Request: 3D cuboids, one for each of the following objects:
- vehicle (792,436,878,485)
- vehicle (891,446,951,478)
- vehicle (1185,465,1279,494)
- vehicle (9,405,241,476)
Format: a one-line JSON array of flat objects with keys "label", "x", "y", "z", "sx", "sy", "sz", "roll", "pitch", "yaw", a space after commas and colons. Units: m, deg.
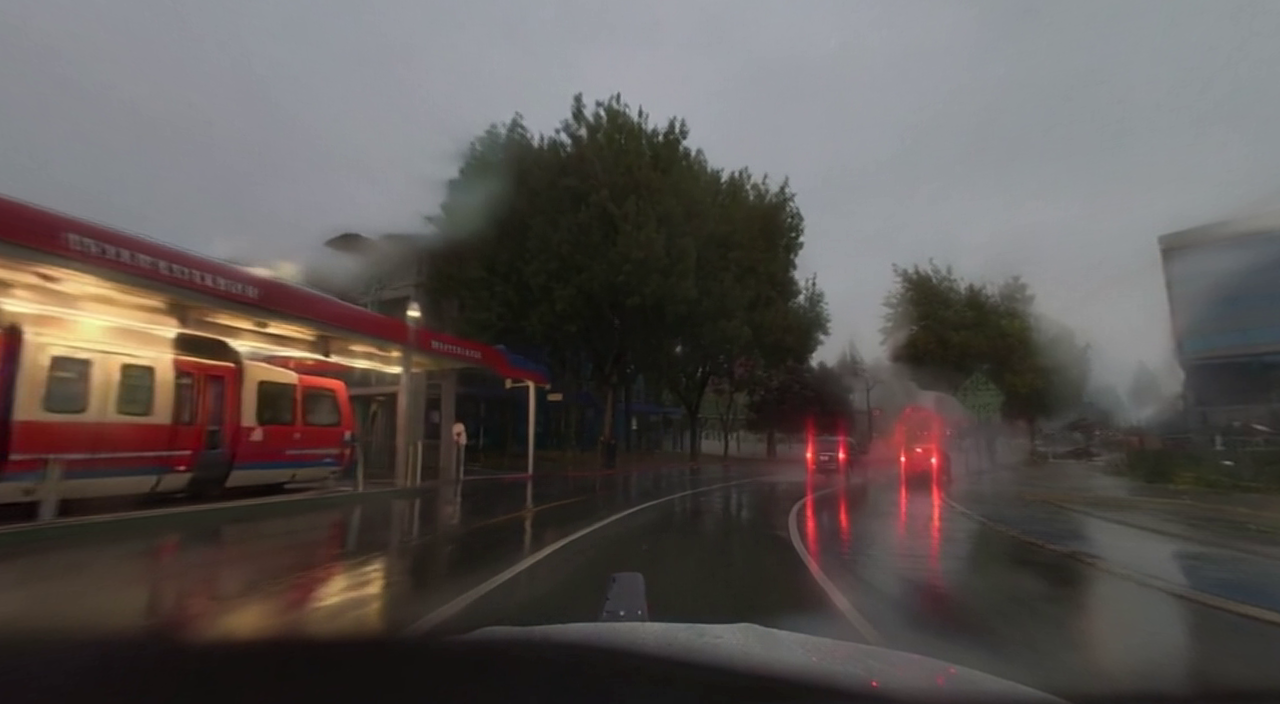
[{"label": "vehicle", "x": 7.928, "y": 4.307, "z": 25.421, "sx": 2.263, "sy": 1.765, "sz": 4.237, "roll": -5, "pitch": -10, "yaw": 31}, {"label": "vehicle", "x": 16.951, "y": 6.562, "z": 38.025, "sx": 2.010, "sy": 1.725, "sz": 4.320, "roll": -7, "pitch": -11, "yaw": 40}, {"label": "vehicle", "x": 33.244, "y": 7.062, "z": 35.030, "sx": 4.118, "sy": 1.477, "sz": 1.691, "roll": -1, "pitch": -9, "yaw": 10}, {"label": "vehicle", "x": -29.873, "y": 5.334, "z": 38.031, "sx": 2.931, "sy": 3.569, "sz": 12.284, "roll": -1, "pitch": -8, "yaw": 4}]
